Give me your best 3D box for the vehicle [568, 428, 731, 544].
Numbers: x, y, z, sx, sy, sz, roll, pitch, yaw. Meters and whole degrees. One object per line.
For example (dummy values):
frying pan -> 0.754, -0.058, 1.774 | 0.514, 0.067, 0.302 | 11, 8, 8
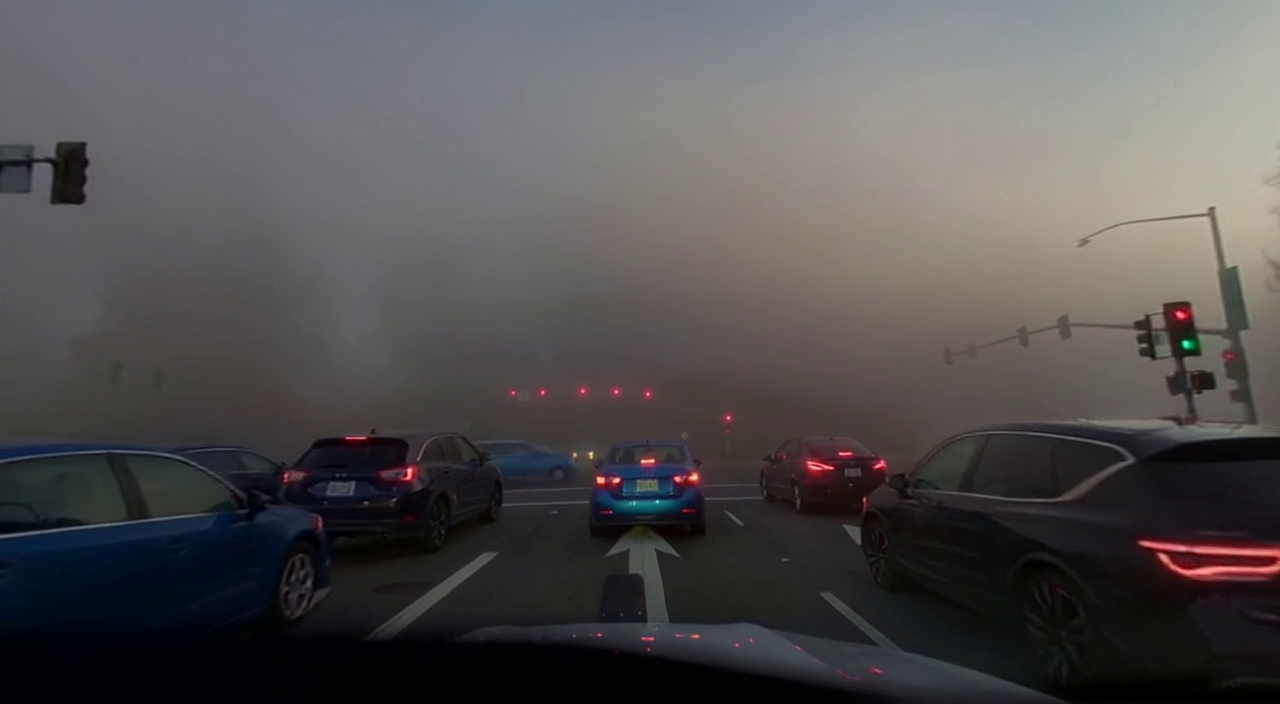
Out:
vehicle -> 0.061, 2.053, 10.283 | 2.114, 1.482, 4.056 | 0, -9, -2

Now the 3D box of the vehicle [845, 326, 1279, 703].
vehicle -> 3.239, 1.070, 4.274 | 2.178, 1.691, 4.314 | 0, -9, -1

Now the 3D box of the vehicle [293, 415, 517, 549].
vehicle -> -3.415, 1.984, 10.222 | 1.958, 1.693, 4.242 | 0, -9, 0

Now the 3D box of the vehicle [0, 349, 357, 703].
vehicle -> -3.361, 0.915, 2.902 | 2.034, 1.655, 4.465 | 0, -9, 0
